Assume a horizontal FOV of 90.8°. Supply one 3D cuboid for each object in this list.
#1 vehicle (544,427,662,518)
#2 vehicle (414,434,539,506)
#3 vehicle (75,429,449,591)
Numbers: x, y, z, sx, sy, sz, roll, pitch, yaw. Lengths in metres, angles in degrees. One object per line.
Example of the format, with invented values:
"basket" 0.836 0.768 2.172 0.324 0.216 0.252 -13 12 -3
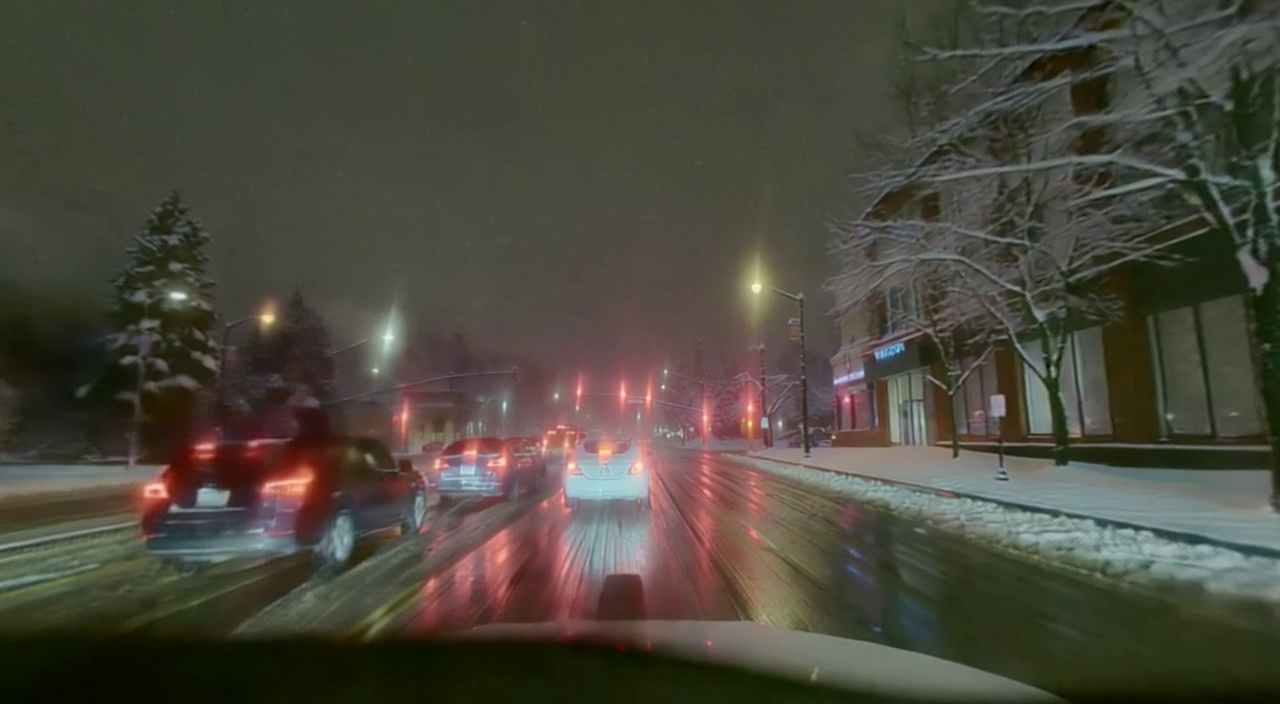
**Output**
"vehicle" -0.651 2.378 12.962 2.042 1.555 3.912 0 -9 -1
"vehicle" -3.759 2.795 15.362 1.950 1.487 4.130 0 -9 0
"vehicle" -4.152 1.789 8.090 2.020 1.457 4.496 0 -9 0
